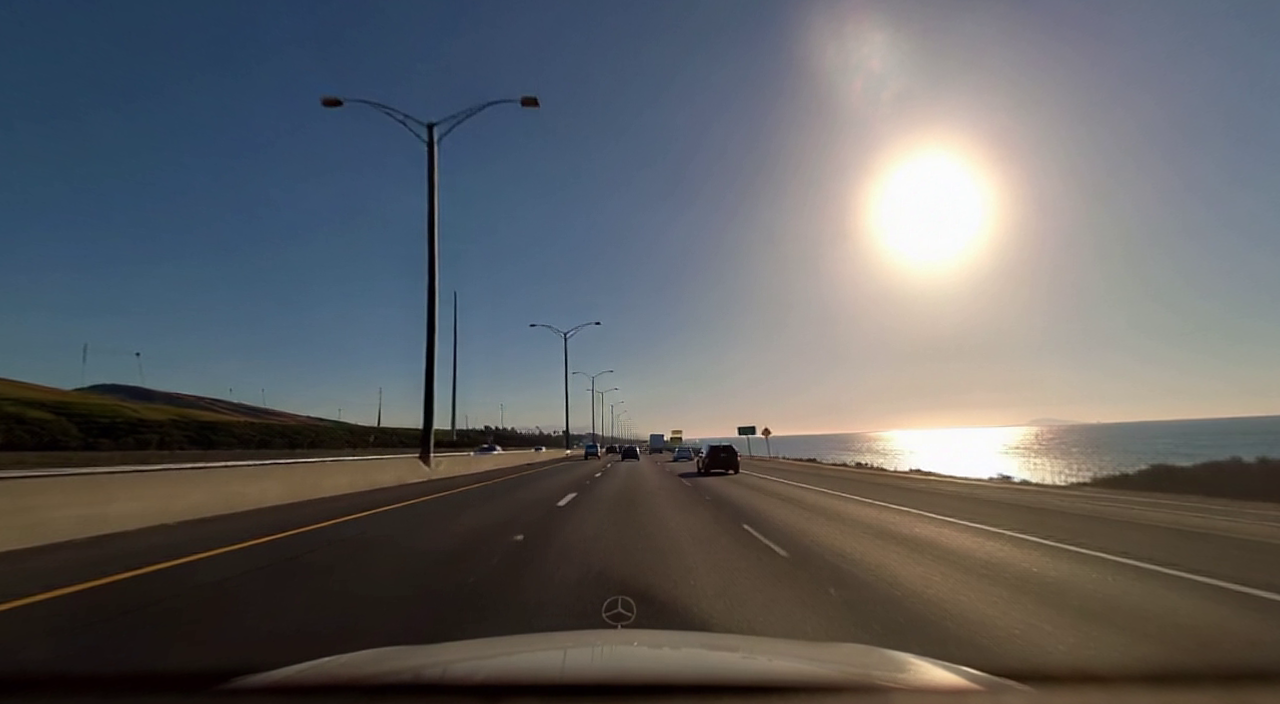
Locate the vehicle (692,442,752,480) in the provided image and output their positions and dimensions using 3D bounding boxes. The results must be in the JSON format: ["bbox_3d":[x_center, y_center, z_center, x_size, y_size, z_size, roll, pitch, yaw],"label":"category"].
[{"bbox_3d":[3.454,4.703,27.452,1.890,1.490,4.373,0,-9,-1],"label":"vehicle"}]
